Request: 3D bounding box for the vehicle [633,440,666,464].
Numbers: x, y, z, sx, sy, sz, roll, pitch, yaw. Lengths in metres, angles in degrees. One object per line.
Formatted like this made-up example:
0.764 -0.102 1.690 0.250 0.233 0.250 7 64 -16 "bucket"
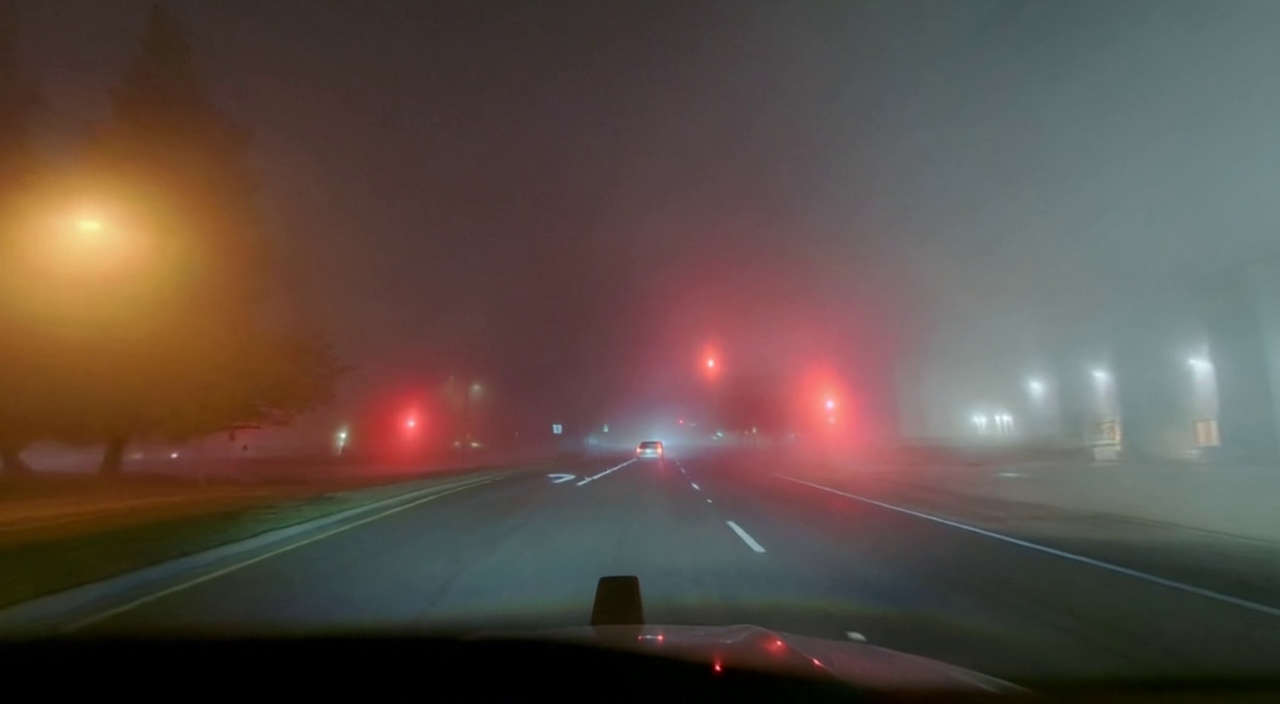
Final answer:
0.707 6.732 42.580 2.037 1.568 3.693 -1 -8 4 "vehicle"
